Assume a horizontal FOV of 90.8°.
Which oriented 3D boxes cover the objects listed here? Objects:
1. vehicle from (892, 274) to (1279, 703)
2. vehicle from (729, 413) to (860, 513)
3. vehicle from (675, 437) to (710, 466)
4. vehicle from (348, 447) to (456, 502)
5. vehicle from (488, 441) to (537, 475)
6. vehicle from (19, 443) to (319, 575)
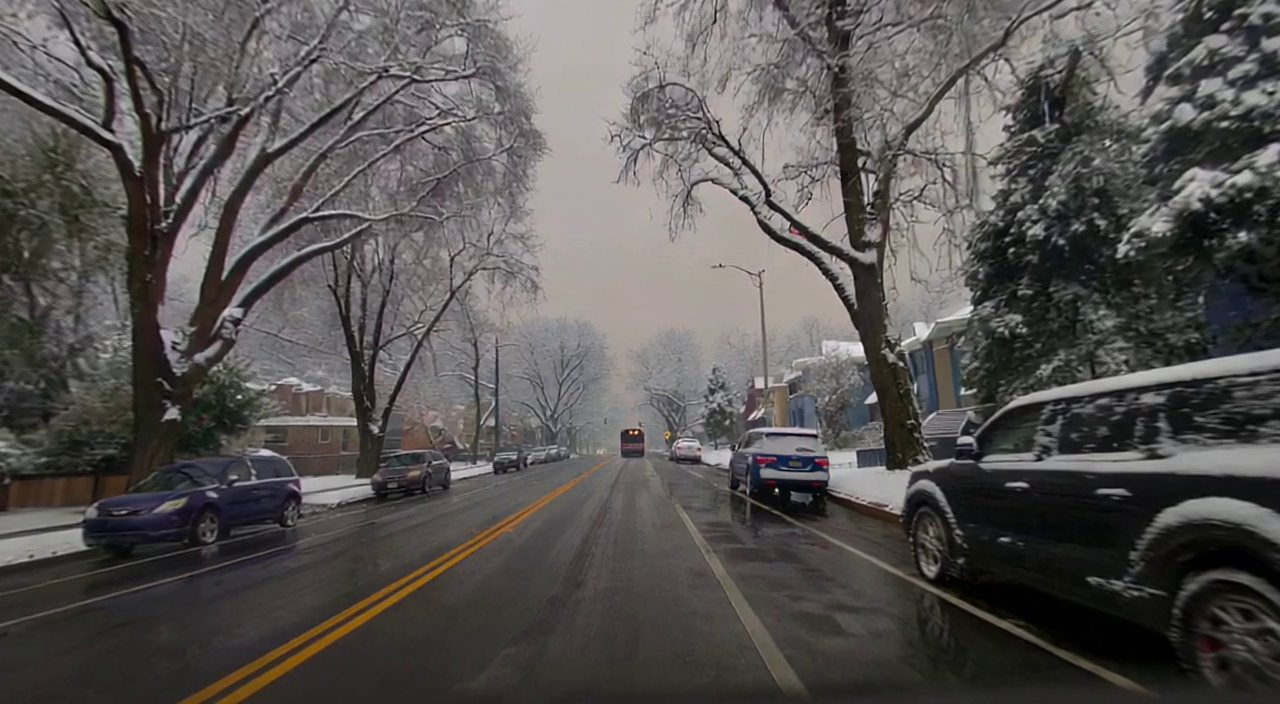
[{"bbox_3d":[3.690,0.882,3.046,2.556,2.050,6.021,2,-8,1],"label":"vehicle"},{"bbox_3d":[3.637,2.673,15.792,2.131,1.995,4.626,3,-8,1],"label":"vehicle"},{"bbox_3d":[3.811,7.356,46.804,2.060,1.833,4.927,4,-9,0],"label":"vehicle"},{"bbox_3d":[-8.454,4.334,22.943,1.921,1.494,4.884,-6,-8,1],"label":"vehicle"},{"bbox_3d":[-8.384,6.991,42.064,2.094,1.840,5.450,-7,-8,-3],"label":"vehicle"},{"bbox_3d":[-8.462,2.771,12.148,1.989,1.726,5.129,-7,-9,-2],"label":"vehicle"}]
